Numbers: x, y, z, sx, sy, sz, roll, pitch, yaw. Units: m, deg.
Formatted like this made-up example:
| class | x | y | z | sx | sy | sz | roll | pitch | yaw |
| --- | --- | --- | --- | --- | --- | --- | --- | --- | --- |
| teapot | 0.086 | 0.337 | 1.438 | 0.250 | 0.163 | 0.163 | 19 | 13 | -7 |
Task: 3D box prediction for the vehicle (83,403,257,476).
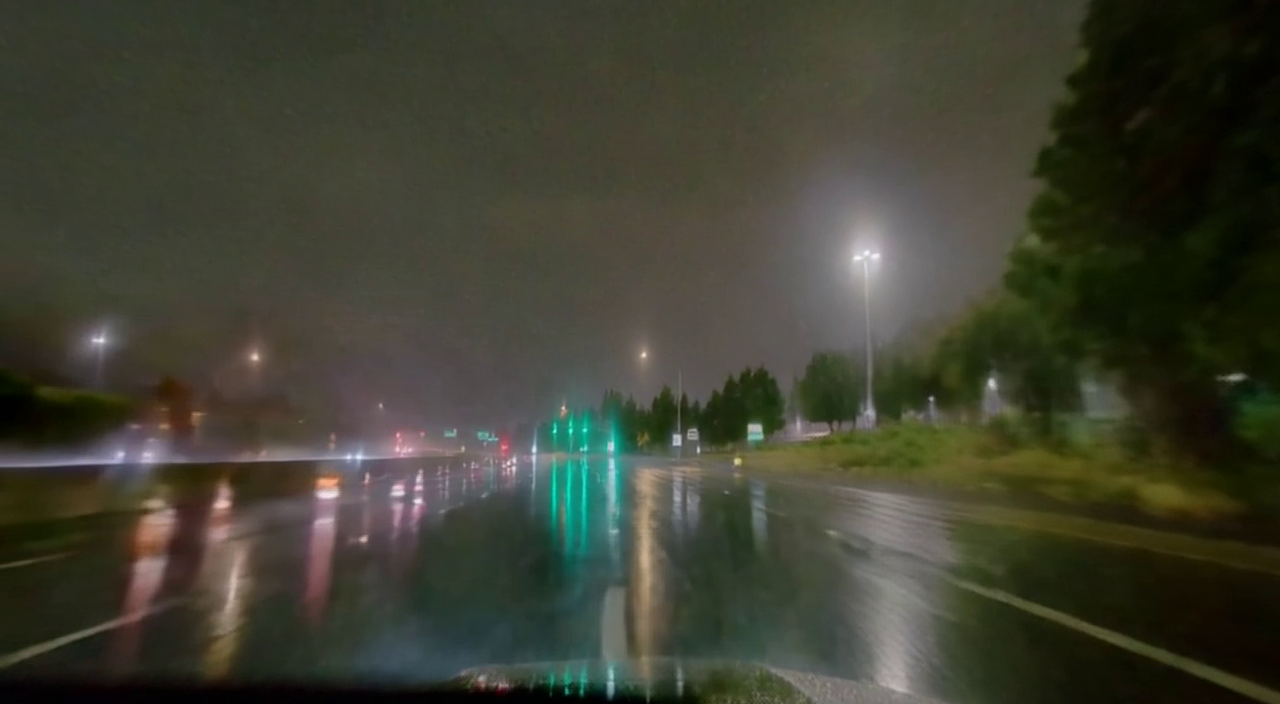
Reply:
| class | x | y | z | sx | sy | sz | roll | pitch | yaw |
| --- | --- | --- | --- | --- | --- | --- | --- | --- | --- |
| vehicle | -24.388 | 4.732 | 33.532 | 3.030 | 3.342 | 8.736 | 0 | -9 | -4 |
